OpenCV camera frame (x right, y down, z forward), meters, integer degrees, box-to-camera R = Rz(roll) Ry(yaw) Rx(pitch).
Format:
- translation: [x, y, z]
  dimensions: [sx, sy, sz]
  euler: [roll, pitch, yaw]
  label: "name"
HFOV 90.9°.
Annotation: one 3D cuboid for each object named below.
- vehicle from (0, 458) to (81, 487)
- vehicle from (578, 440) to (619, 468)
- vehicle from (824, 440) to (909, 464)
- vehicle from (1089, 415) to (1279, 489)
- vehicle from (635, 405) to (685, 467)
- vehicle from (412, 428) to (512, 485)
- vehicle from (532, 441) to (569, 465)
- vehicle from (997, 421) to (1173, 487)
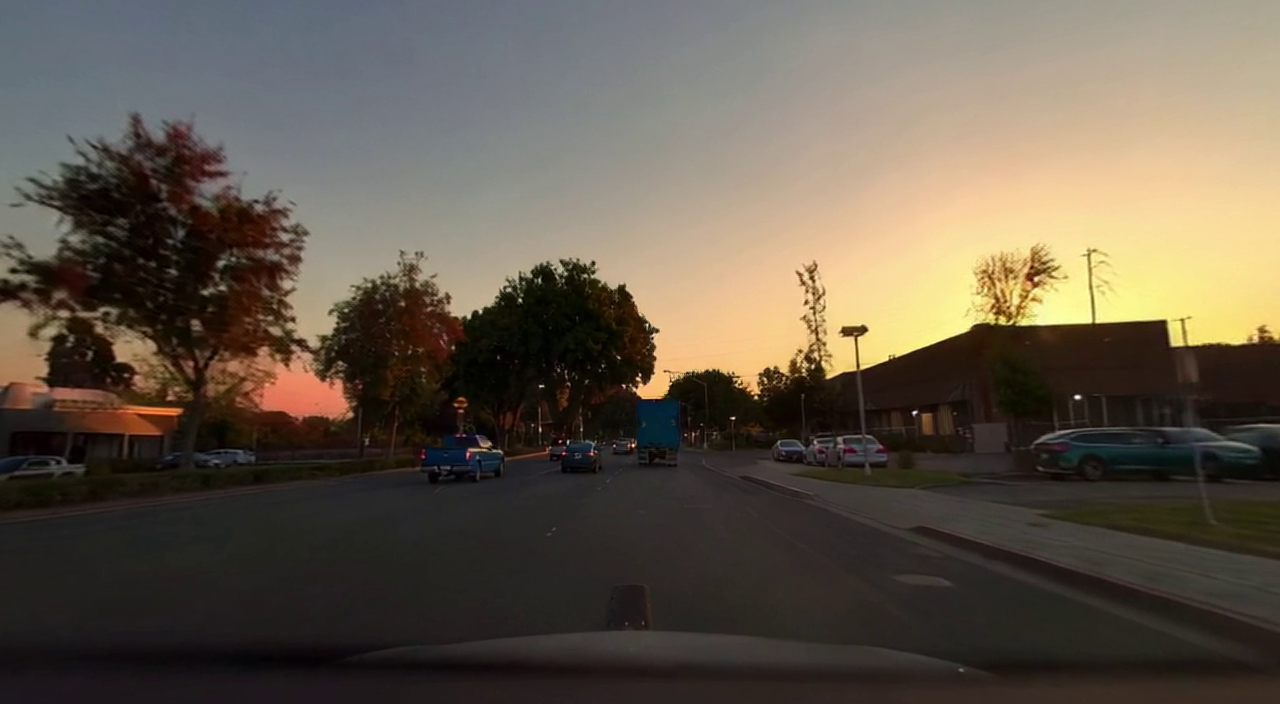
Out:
- translation: [-33.758, 6.583, 34.480]
  dimensions: [4.409, 1.480, 2.092]
  euler: [-1, -9, 3]
  label: "vehicle"
- translation: [-2.548, 6.361, 39.510]
  dimensions: [2.114, 1.663, 4.381]
  euler: [0, -9, 2]
  label: "vehicle"
- translation: [14.867, 6.579, 41.524]
  dimensions: [4.830, 1.472, 2.042]
  euler: [0, -9, -1]
  label: "vehicle"
- translation: [15.141, 2.772, 17.636]
  dimensions: [1.995, 1.785, 4.343]
  euler: [0, -9, 2]
  label: "vehicle"
- translation: [1.233, 5.564, 41.251]
  dimensions: [2.905, 3.644, 8.441]
  euler: [0, -9, 1]
  label: "vehicle"
- translation: [-6.551, 3.928, 23.970]
  dimensions: [2.149, 1.893, 5.187]
  euler: [0, -9, 2]
  label: "vehicle"
- translation: [-6.337, 7.172, 45.030]
  dimensions: [1.908, 1.616, 4.089]
  euler: [0, -9, 2]
  label: "vehicle"
- translation: [12.509, 2.923, 18.168]
  dimensions: [1.880, 1.642, 4.523]
  euler: [0, -9, 3]
  label: "vehicle"
